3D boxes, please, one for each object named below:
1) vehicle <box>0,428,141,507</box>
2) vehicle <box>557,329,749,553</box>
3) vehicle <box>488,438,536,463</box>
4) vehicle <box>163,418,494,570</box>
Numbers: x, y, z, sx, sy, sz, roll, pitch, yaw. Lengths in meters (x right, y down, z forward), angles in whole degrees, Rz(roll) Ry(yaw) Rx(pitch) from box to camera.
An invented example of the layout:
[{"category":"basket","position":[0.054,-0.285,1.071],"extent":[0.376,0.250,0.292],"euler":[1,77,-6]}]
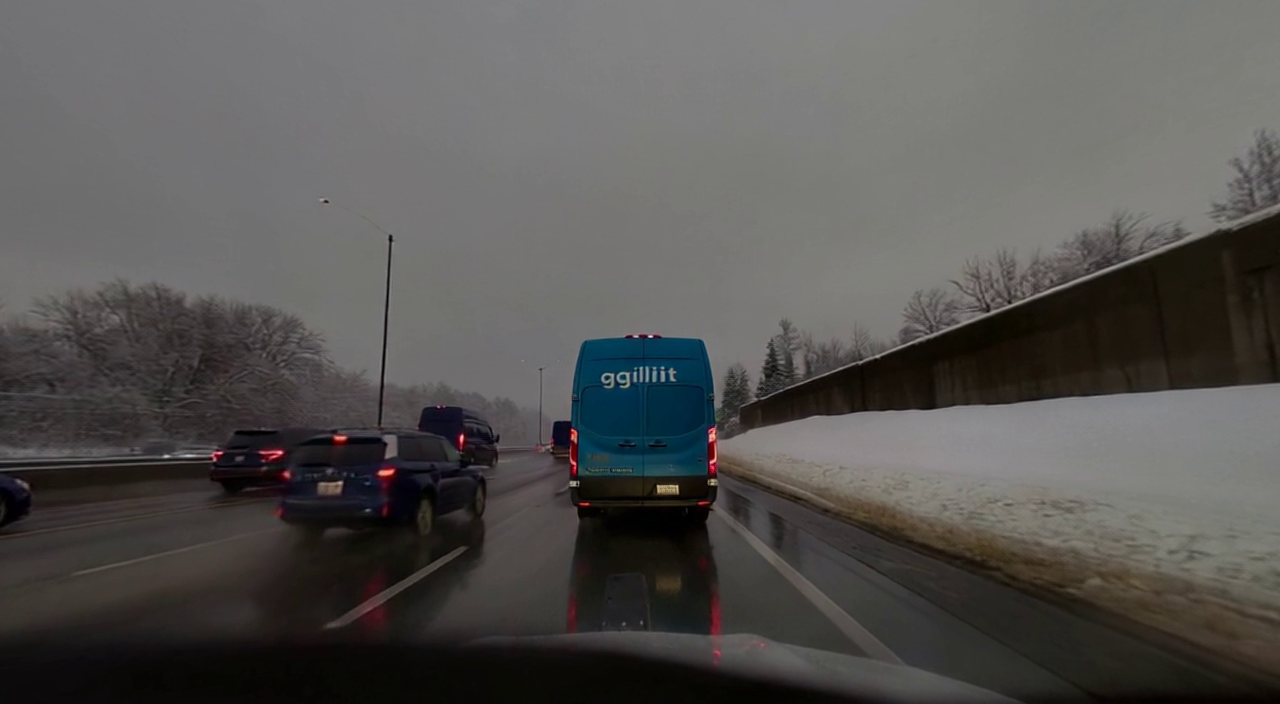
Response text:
[{"category":"vehicle","position":[-14.362,2.647,14.709],"extent":[1.812,1.642,4.323],"euler":[0,-8,1]},{"category":"vehicle","position":[0.212,1.535,10.958],"extent":[2.316,2.738,6.398],"euler":[0,-8,1]},{"category":"vehicle","position":[-9.156,7.070,45.518],"extent":[1.934,1.567,4.536],"euler":[-1,-7,8]},{"category":"vehicle","position":[-3.776,1.819,8.910],"extent":[2.212,1.551,4.658],"euler":[0,-8,1]}]
